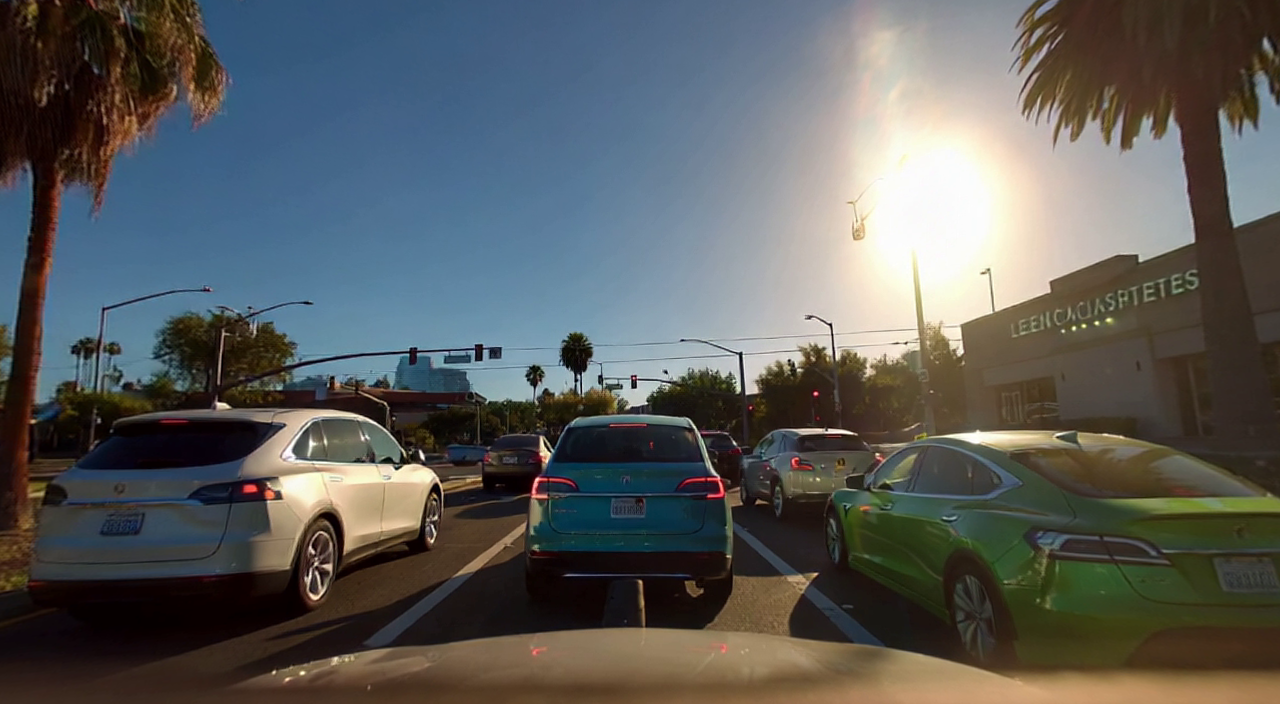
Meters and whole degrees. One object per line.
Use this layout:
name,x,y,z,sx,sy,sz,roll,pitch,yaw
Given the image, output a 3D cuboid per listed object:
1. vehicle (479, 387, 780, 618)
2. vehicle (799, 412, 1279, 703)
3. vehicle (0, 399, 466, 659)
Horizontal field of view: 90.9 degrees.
vehicle,-0.136,1.465,7.064,2.280,1.747,4.361,0,-8,-2
vehicle,2.964,1.372,5.257,2.017,1.491,4.611,0,-8,-1
vehicle,-3.354,1.383,6.049,2.014,1.534,4.455,0,-8,1
